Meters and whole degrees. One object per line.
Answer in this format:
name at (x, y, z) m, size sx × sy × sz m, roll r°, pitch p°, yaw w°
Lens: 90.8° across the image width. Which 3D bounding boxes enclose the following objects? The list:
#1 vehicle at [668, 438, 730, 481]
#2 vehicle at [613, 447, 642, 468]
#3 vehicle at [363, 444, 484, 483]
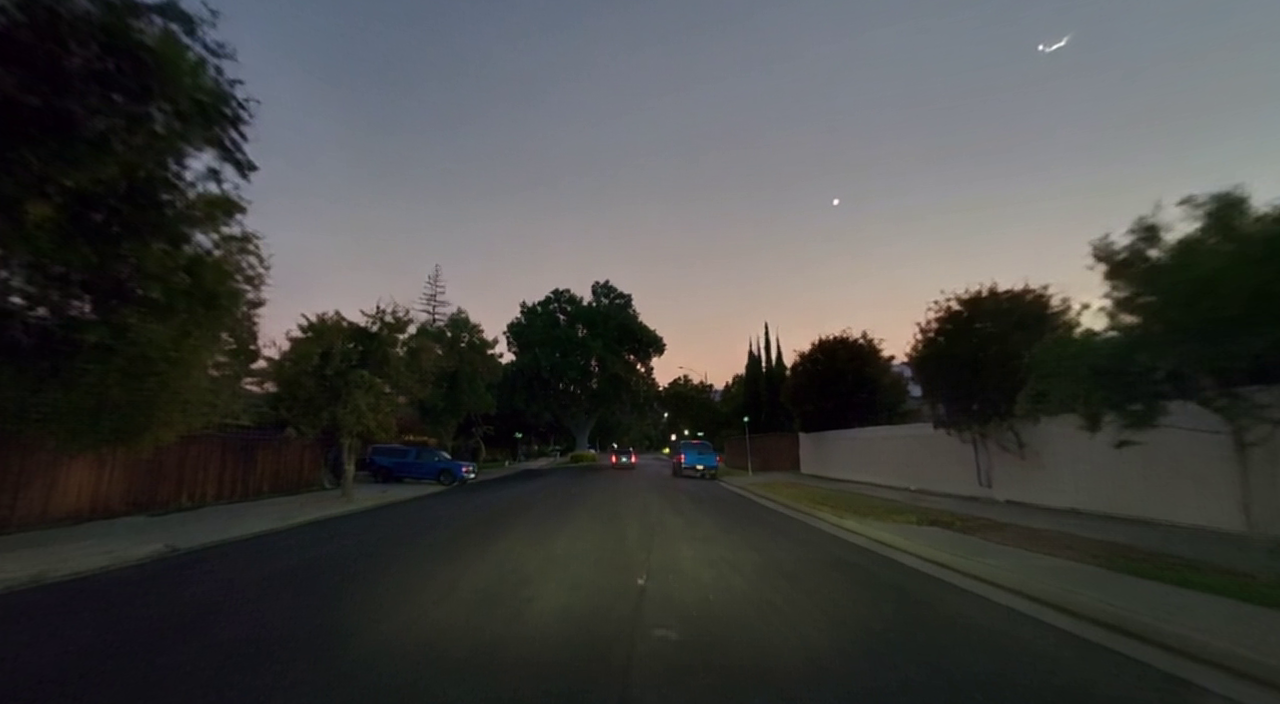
vehicle at (2.767, 5.254, 31.163) m, size 2.394 × 1.901 × 5.759 m, roll 0°, pitch -9°, yaw -1°
vehicle at (-0.936, 7.956, 47.737) m, size 2.064 × 1.477 × 3.968 m, roll 0°, pitch -9°, yaw 0°
vehicle at (-10.223, 5.308, 30.113) m, size 4.947 × 1.769 × 2.023 m, roll 0°, pitch -9°, yaw 1°
